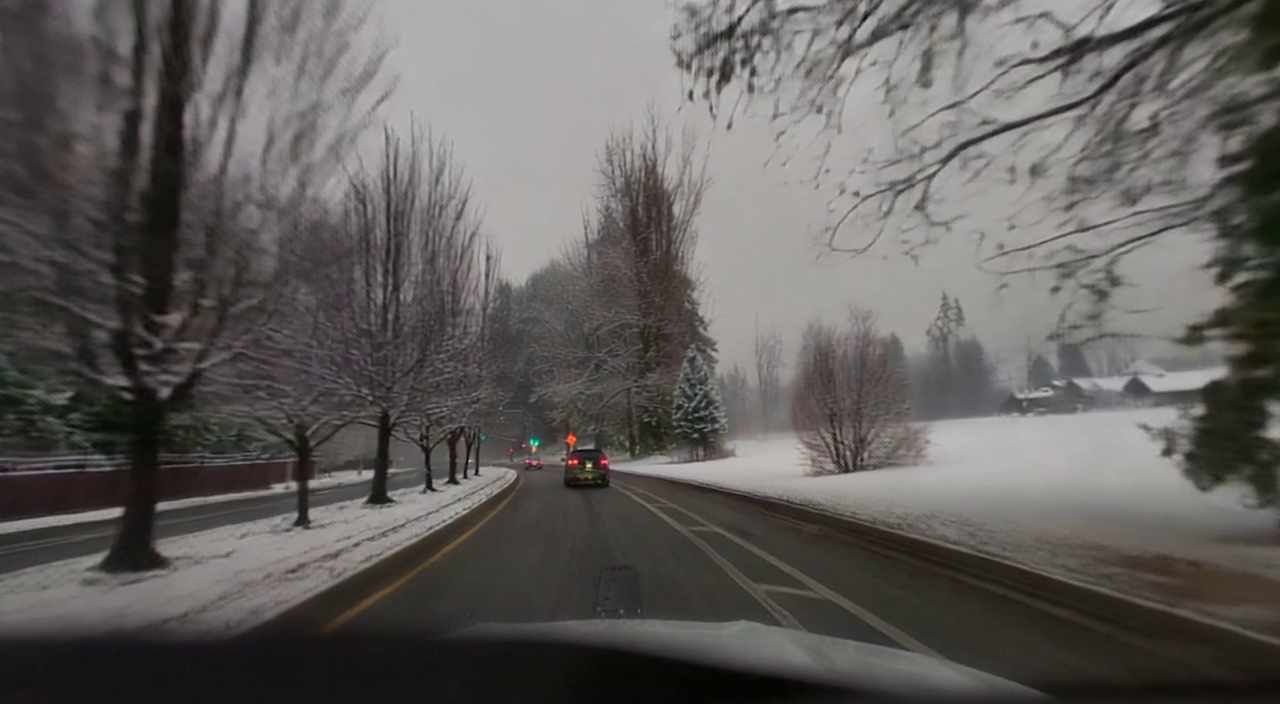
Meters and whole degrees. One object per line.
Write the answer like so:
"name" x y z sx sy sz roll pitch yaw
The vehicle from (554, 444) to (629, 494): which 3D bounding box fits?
"vehicle" -1.803 3.965 21.882 2.266 1.508 4.430 1 -9 -9
